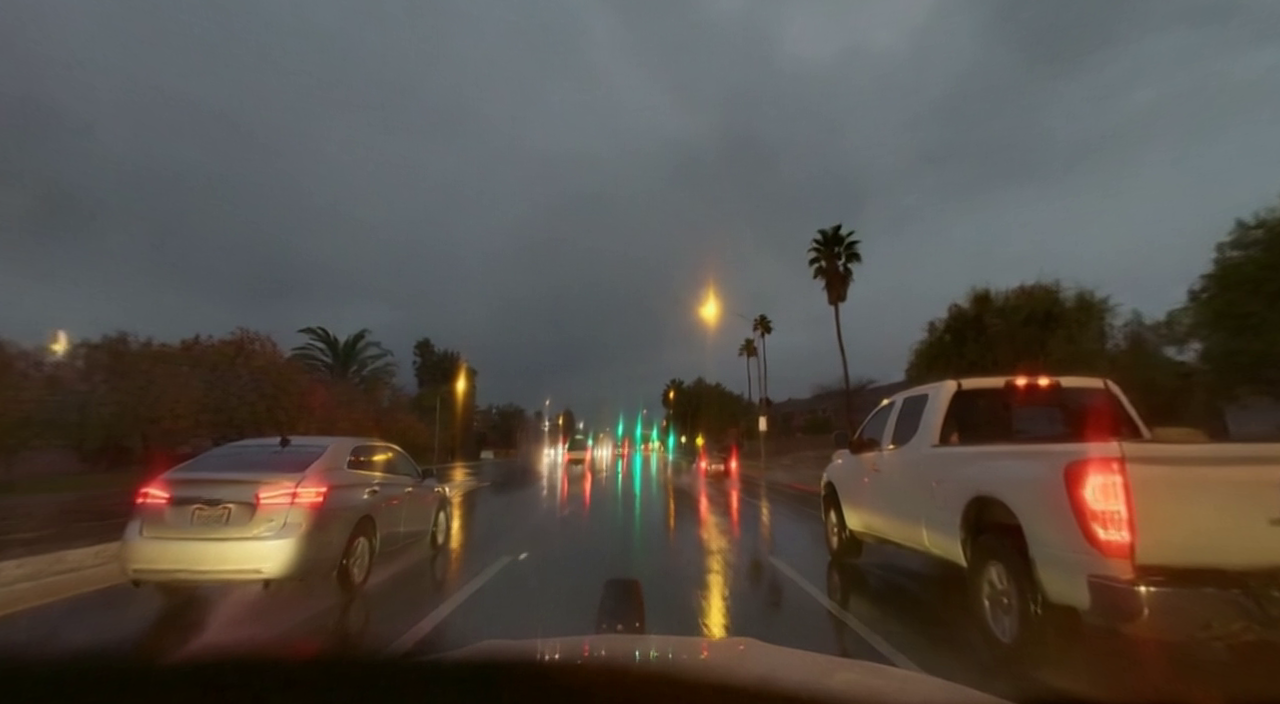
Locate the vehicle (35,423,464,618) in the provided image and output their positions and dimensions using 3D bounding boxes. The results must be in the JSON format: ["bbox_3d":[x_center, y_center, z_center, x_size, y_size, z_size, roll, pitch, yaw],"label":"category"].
[{"bbox_3d":[-3.658,1.650,7.137,2.094,1.509,4.286,0,-9,0],"label":"vehicle"}]

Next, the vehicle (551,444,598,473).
[{"bbox_3d":[-3.714,6.151,36.568,2.263,1.548,4.555,0,-9,0],"label":"vehicle"}]

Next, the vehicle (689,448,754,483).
[{"bbox_3d":[3.538,5.052,28.410,2.149,1.421,4.805,0,-9,-1],"label":"vehicle"}]

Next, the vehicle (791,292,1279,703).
[{"bbox_3d":[3.299,1.165,5.583,2.478,2.030,5.723,0,-9,0],"label":"vehicle"}]
